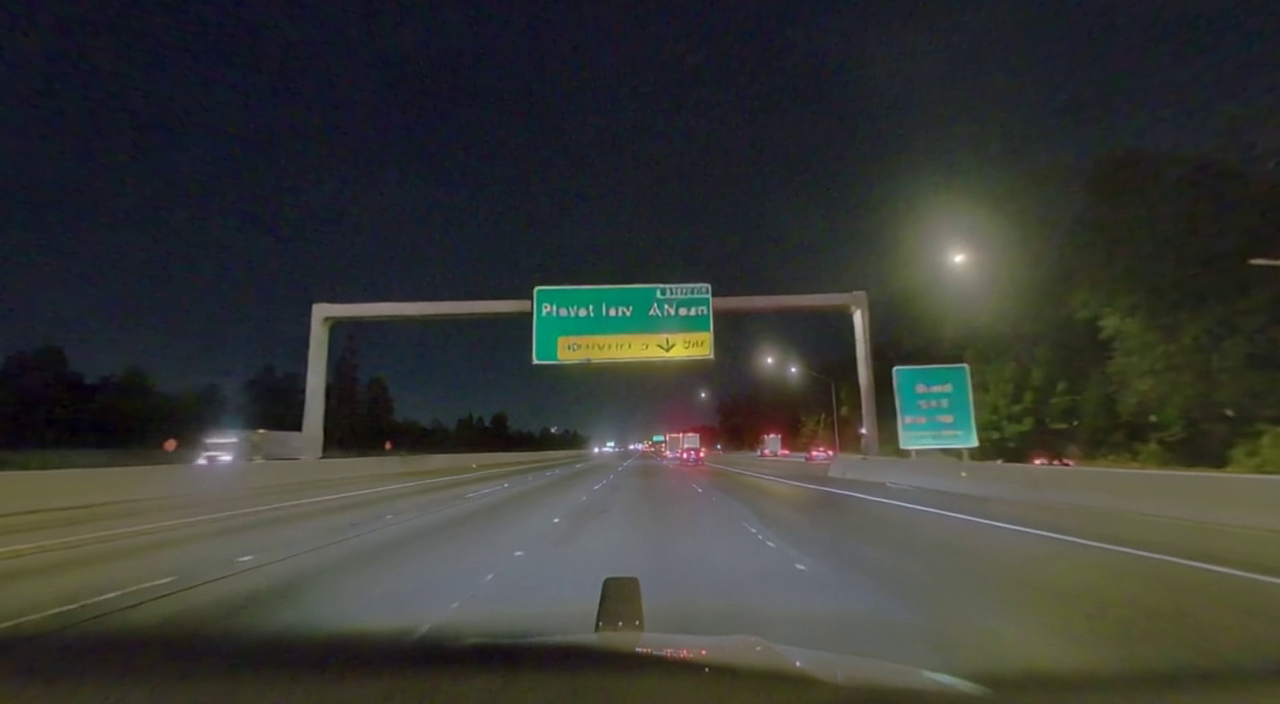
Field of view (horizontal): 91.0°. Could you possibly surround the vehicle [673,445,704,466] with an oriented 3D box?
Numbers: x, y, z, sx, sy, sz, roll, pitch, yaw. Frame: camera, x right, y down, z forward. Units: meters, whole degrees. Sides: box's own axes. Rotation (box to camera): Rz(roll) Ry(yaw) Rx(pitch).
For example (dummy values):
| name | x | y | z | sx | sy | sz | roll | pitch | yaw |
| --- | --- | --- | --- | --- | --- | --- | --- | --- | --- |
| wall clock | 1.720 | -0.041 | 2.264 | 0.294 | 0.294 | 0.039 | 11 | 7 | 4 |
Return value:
| name | x | y | z | sx | sy | sz | roll | pitch | yaw |
| --- | --- | --- | --- | --- | --- | --- | --- | --- | --- |
| vehicle | 3.695 | 8.006 | 48.903 | 2.033 | 1.501 | 4.398 | 0 | -9 | -1 |
